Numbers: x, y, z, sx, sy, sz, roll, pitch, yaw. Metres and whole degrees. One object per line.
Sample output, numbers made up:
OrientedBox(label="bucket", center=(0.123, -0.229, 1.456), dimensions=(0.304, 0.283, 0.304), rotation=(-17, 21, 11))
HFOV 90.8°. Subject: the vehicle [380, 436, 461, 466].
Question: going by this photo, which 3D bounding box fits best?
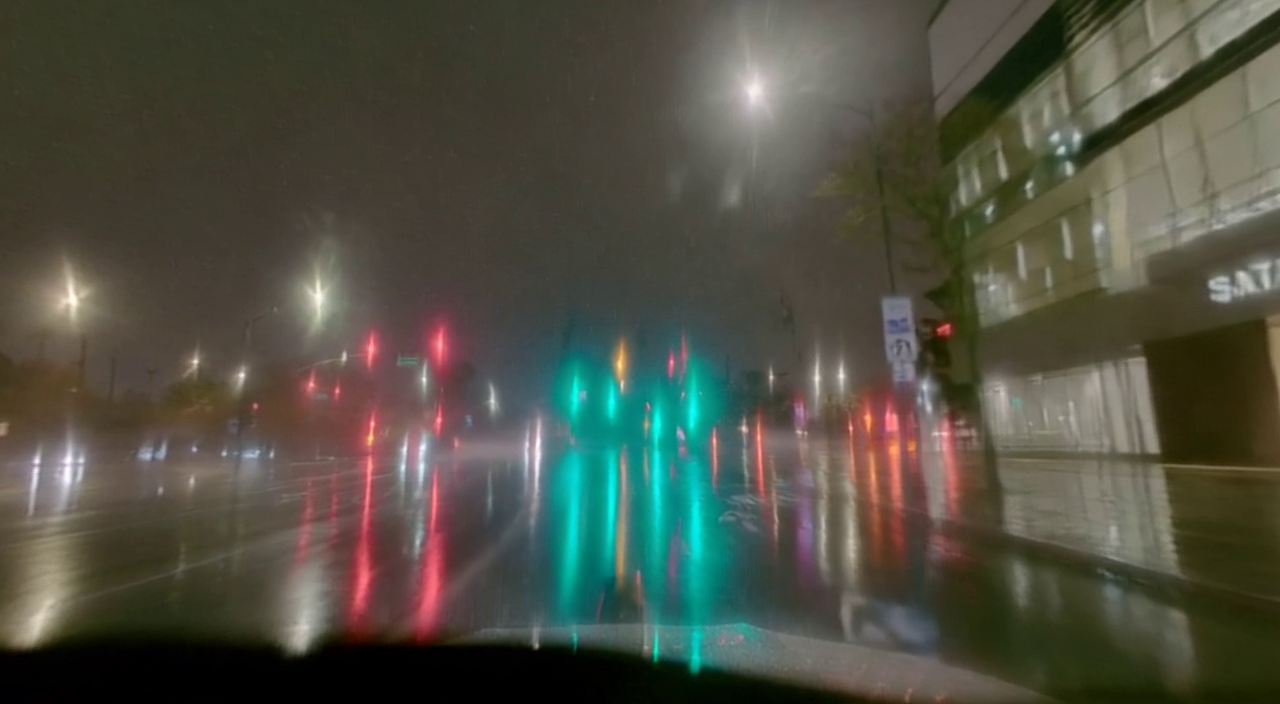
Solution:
OrientedBox(label="vehicle", center=(-12.383, 5.620, 35.936), dimensions=(2.111, 1.598, 4.359), rotation=(-3, -9, 17))
